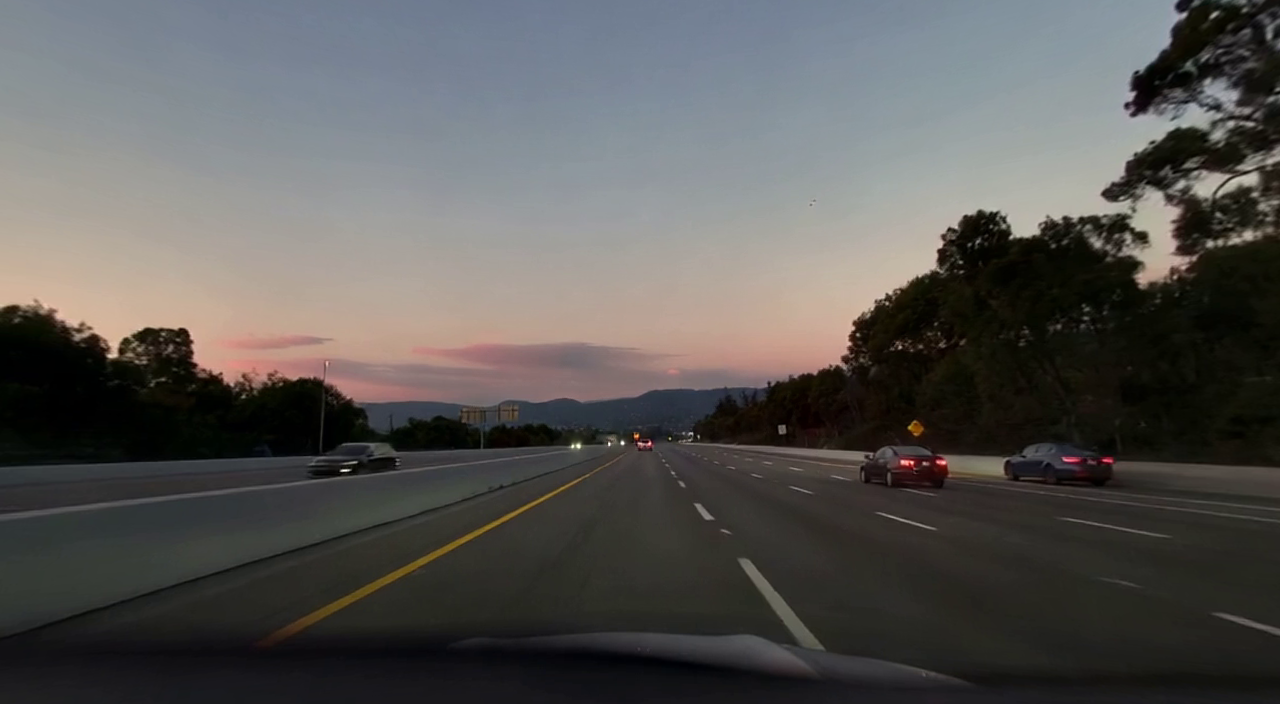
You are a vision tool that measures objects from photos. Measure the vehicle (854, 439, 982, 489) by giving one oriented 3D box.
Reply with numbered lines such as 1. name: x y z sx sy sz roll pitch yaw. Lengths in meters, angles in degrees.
1. vehicle: 9.339 3.785 21.763 2.093 1.525 4.865 0 -8 -1

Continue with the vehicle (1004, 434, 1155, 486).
1. vehicle: 15.698 3.866 22.935 2.116 1.674 4.566 0 -8 -1
